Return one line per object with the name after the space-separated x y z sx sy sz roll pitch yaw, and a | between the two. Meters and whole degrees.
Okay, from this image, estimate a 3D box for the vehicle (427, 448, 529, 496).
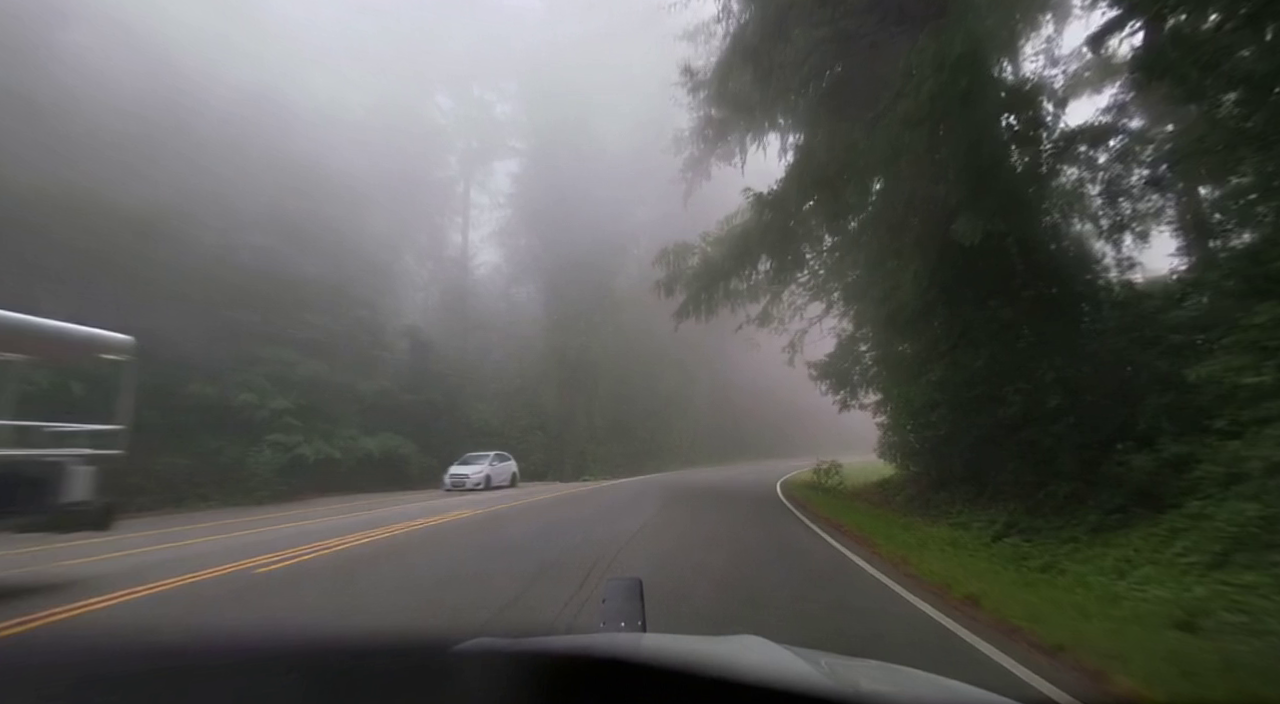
-5.196 3.885 20.730 1.811 1.428 3.647 -2 -9 11 | vehicle

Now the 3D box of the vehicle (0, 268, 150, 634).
-6.033 0.373 2.431 2.362 2.671 6.942 0 -9 3 | vehicle
